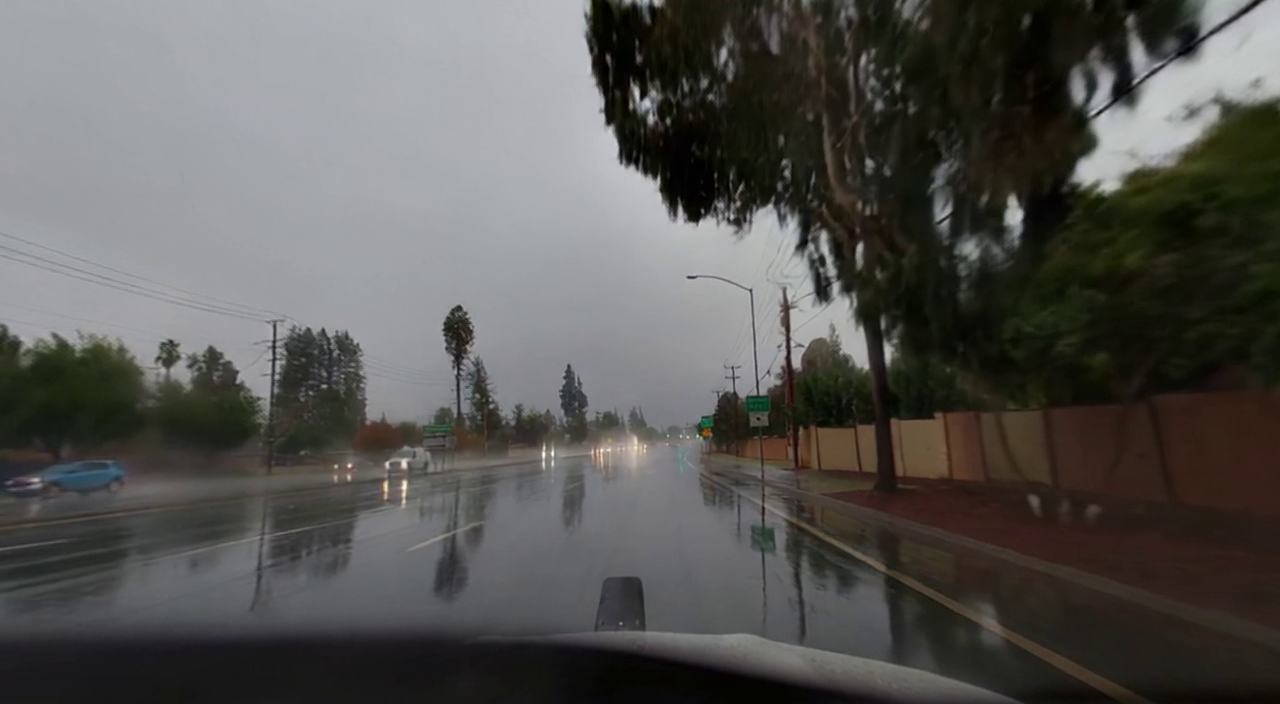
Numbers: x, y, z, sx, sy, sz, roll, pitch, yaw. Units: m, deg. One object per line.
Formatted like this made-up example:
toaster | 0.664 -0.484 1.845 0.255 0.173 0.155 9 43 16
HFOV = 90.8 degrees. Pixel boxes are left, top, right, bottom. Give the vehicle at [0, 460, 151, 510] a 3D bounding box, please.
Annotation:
vehicle | -20.288 4.651 22.531 1.806 1.438 4.461 -1 -8 7

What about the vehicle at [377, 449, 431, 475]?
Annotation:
vehicle | -15.837 7.366 42.614 1.925 1.649 4.010 -1 -8 2
